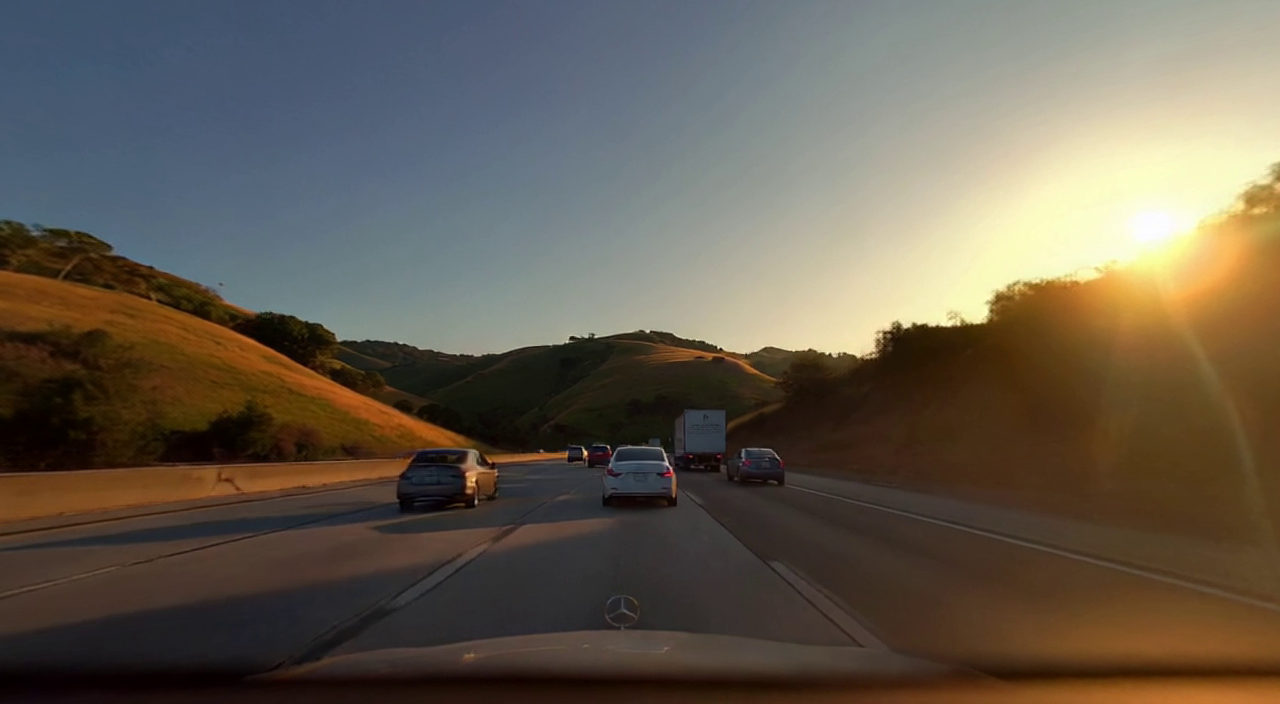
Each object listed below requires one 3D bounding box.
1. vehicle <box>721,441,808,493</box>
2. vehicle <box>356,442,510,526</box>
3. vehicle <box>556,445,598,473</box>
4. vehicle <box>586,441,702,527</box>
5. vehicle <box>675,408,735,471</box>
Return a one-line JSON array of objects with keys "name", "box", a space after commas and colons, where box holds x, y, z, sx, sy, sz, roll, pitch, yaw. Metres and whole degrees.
[{"name": "vehicle", "box": [4.157, 3.915, 21.840, 2.029, 1.579, 4.484, 0, -9, -1]}, {"name": "vehicle", "box": [-4.128, 2.686, 13.305, 1.848, 1.486, 3.832, 0, -9, 1]}, {"name": "vehicle", "box": [-4.043, 6.918, 40.976, 2.211, 1.669, 4.224, 0, -9, 1]}, {"name": "vehicle", "box": [0.078, 2.599, 12.891, 2.041, 1.484, 3.535, 0, -9, 0]}, {"name": "vehicle", "box": [4.644, 6.965, 49.102, 3.194, 4.038, 16.301, 0, -9, 1]}]
